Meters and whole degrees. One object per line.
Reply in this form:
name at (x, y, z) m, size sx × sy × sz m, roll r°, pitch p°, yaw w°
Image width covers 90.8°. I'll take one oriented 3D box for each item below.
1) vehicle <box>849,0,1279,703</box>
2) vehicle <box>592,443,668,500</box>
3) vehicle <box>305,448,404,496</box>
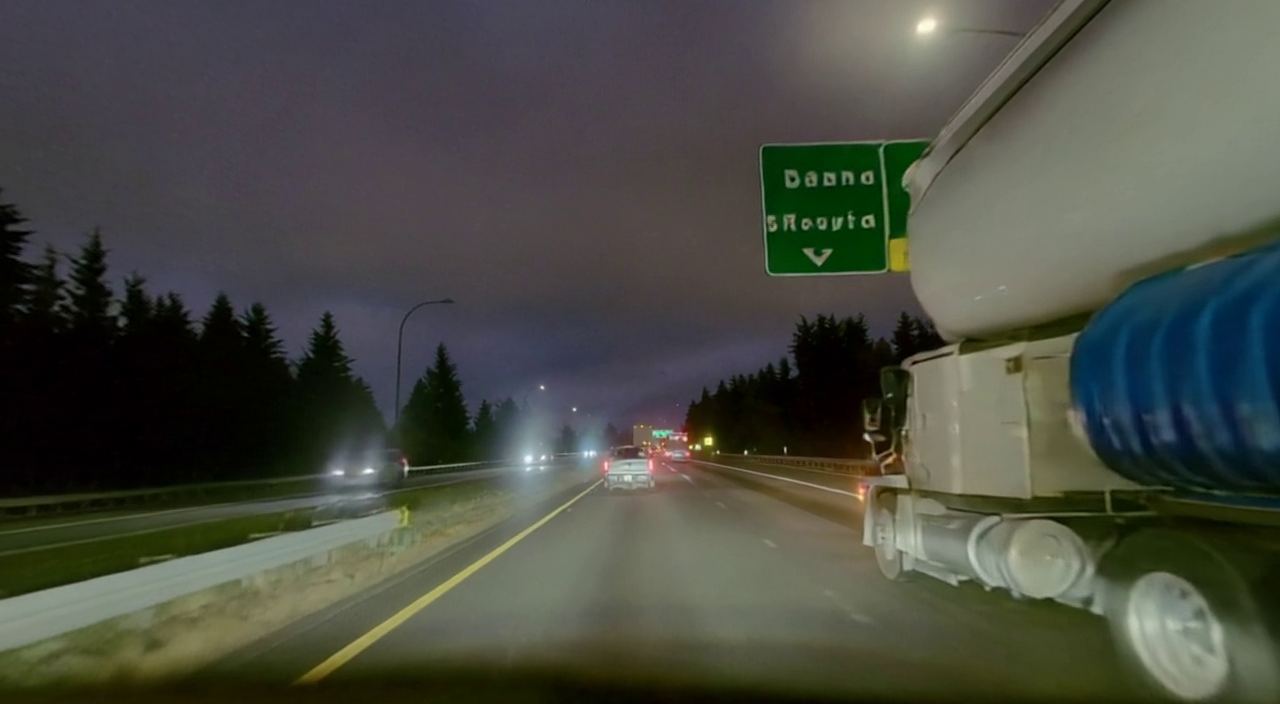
vehicle at (3.872, -0.039, 3.850) m, size 3.001 × 3.728 × 5.947 m, roll 0°, pitch -9°, yaw -1°
vehicle at (-0.271, 3.477, 18.671) m, size 2.003 × 1.490 × 3.636 m, roll 0°, pitch -9°, yaw 0°
vehicle at (-11.933, 4.994, 26.757) m, size 2.063 × 1.828 × 4.416 m, roll 0°, pitch -9°, yaw 1°
